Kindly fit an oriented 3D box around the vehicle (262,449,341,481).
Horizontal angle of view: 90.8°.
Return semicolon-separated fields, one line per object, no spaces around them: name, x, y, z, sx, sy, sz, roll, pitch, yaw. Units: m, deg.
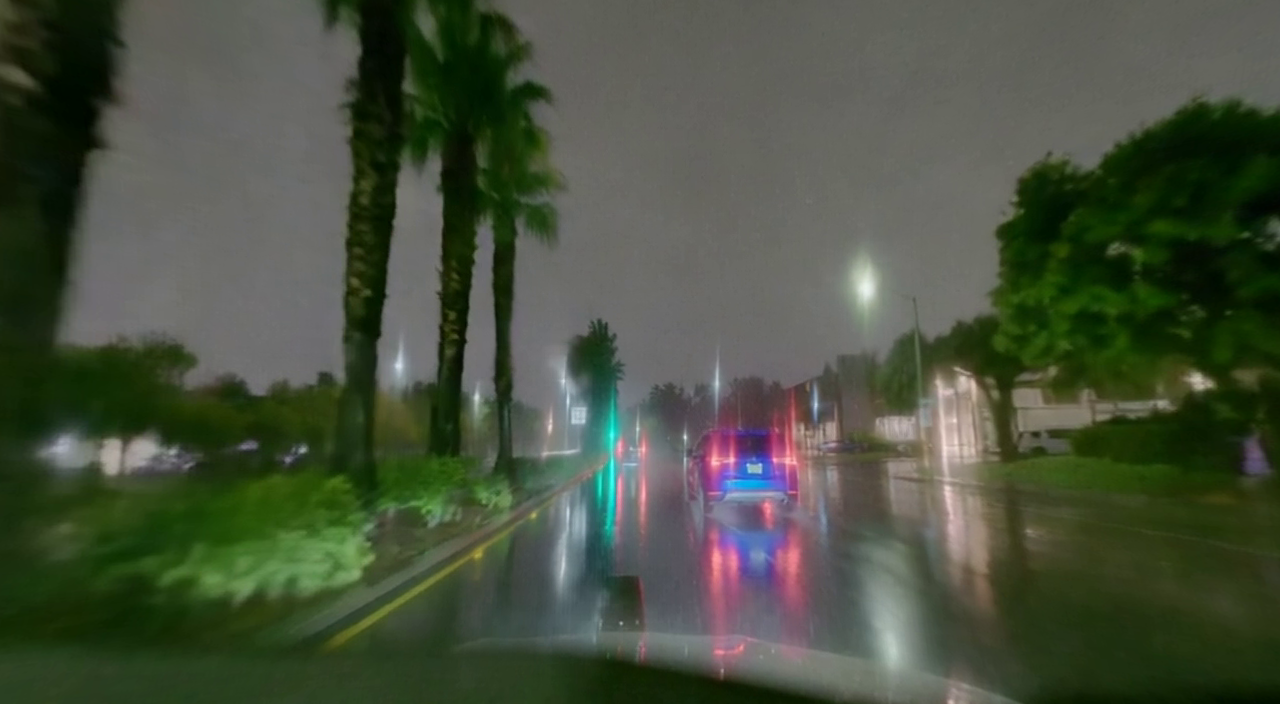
vehicle;-19.799;6.618;37.219;2.029;1.723;4.639;0;-8;1

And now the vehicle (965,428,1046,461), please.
vehicle;21.168;5.404;36.860;1.894;1.784;4.571;-1;-8;-1

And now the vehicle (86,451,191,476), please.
vehicle;-32.116;7.133;40.536;4.903;1.451;2.031;0;-8;-2

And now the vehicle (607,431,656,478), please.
vehicle;-0.350;4.388;27.318;1.981;1.854;3.983;0;-8;0

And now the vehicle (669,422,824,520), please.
vehicle;1.959;2.391;13.217;2.239;1.693;4.301;0;-8;-4

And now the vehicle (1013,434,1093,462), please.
vehicle;23.957;5.601;36.803;2.004;1.519;3.714;0;-8;-3
